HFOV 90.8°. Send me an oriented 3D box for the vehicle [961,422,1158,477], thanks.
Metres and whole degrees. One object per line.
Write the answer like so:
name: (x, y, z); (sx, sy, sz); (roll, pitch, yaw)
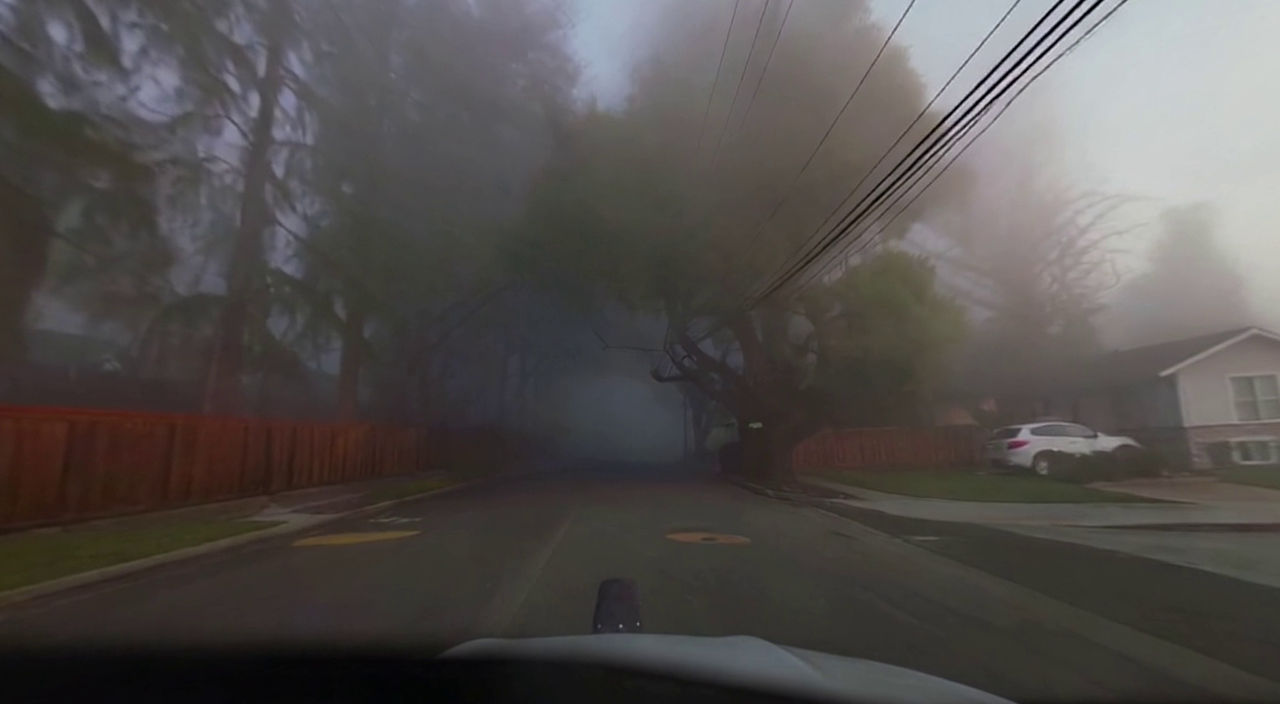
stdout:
vehicle: (12.364, 2.922, 18.982); (4.286, 1.525, 2.219); (-2, -9, 11)
